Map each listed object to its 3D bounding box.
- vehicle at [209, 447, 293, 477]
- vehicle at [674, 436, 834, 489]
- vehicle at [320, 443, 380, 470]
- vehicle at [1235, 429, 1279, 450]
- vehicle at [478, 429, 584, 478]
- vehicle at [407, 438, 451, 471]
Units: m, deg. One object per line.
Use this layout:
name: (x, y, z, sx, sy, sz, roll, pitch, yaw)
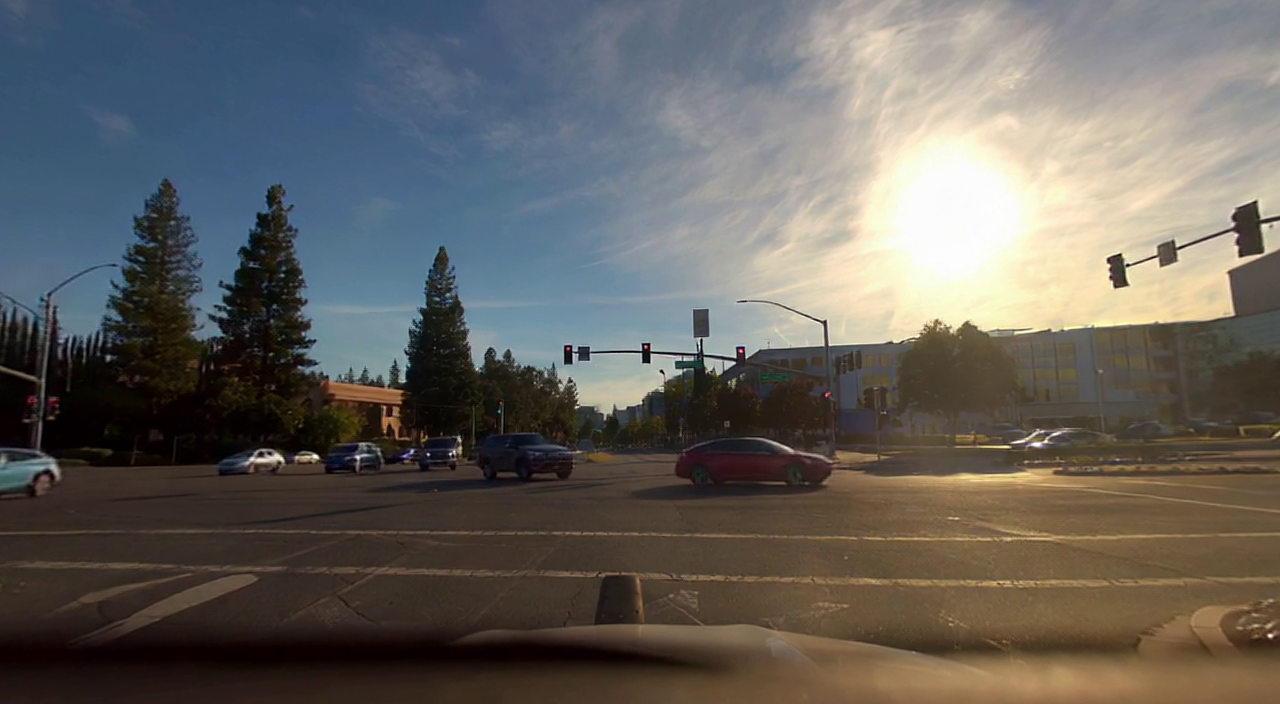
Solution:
vehicle: (-23.208, 6.567, 37.924, 2.041, 1.642, 4.628, 0, -9, 0)
vehicle: (3.599, 3.445, 19.961, 4.532, 1.467, 2.135, -4, -9, 25)
vehicle: (-19.772, 7.149, 43.301, 2.088, 1.743, 4.417, 0, -9, -1)
vehicle: (45.683, 6.275, 45.256, 1.786, 1.412, 4.330, 0, -9, 0)
vehicle: (-4.752, 4.336, 27.119, 4.767, 1.877, 2.017, -8, -12, 44)
vehicle: (-11.736, 5.708, 35.389, 1.982, 1.678, 4.180, 2, -9, -15)
